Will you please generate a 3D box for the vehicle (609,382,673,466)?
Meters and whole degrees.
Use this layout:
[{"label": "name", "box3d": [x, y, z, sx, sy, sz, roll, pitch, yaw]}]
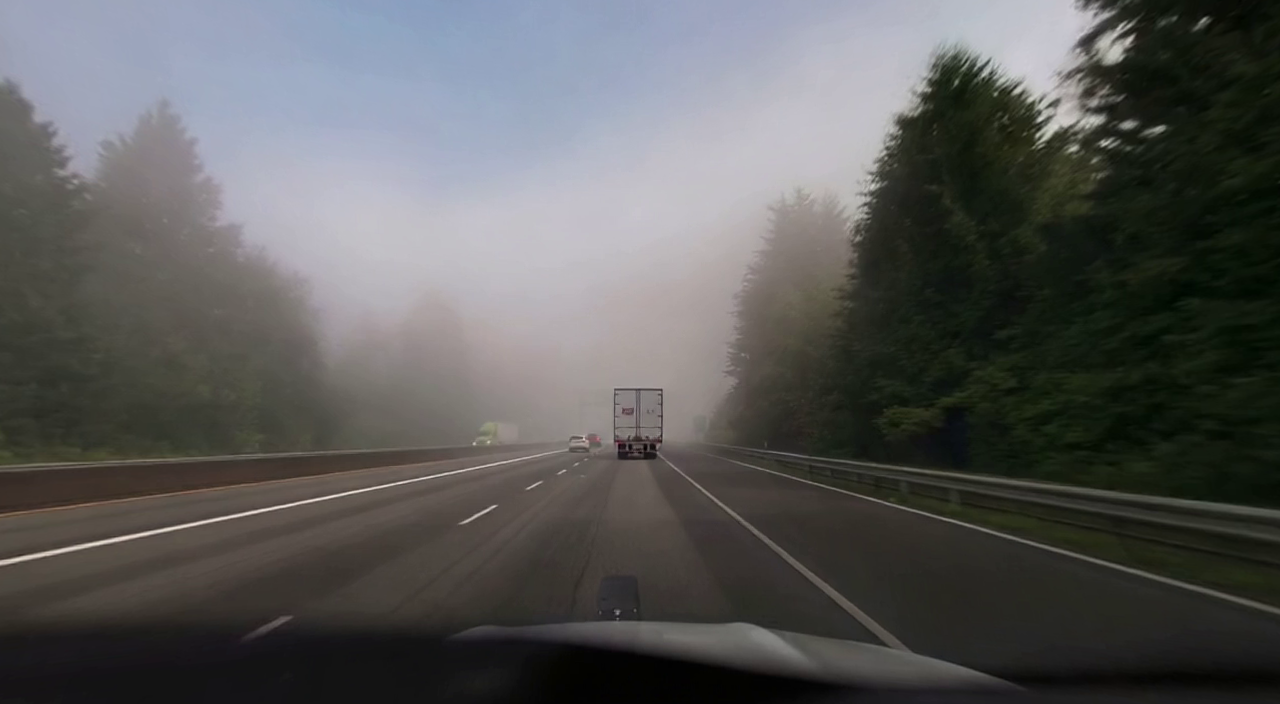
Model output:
[{"label": "vehicle", "box3d": [-0.025, 3.808, 32.466, 2.855, 3.741, 8.587, 0, -8, -1]}]
